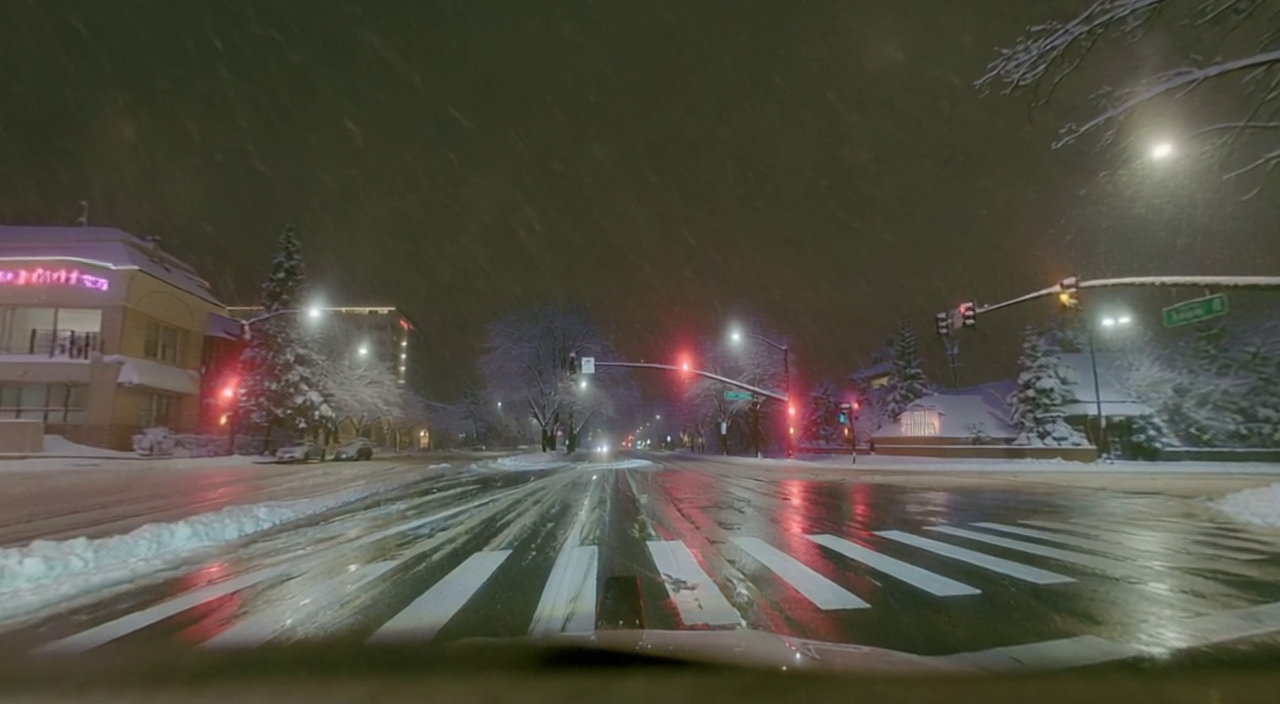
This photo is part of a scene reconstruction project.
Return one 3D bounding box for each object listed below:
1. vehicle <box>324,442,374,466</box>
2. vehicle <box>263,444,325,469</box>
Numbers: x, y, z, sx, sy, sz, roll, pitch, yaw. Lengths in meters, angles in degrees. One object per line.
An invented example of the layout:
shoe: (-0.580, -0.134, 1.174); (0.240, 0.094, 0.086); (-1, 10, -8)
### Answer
vehicle: (-22.410, 7.834, 48.821); (2.023, 1.706, 4.756); (1, -9, -6)
vehicle: (-21.861, 6.594, 40.081); (2.005, 1.496, 4.020); (1, -9, -6)
